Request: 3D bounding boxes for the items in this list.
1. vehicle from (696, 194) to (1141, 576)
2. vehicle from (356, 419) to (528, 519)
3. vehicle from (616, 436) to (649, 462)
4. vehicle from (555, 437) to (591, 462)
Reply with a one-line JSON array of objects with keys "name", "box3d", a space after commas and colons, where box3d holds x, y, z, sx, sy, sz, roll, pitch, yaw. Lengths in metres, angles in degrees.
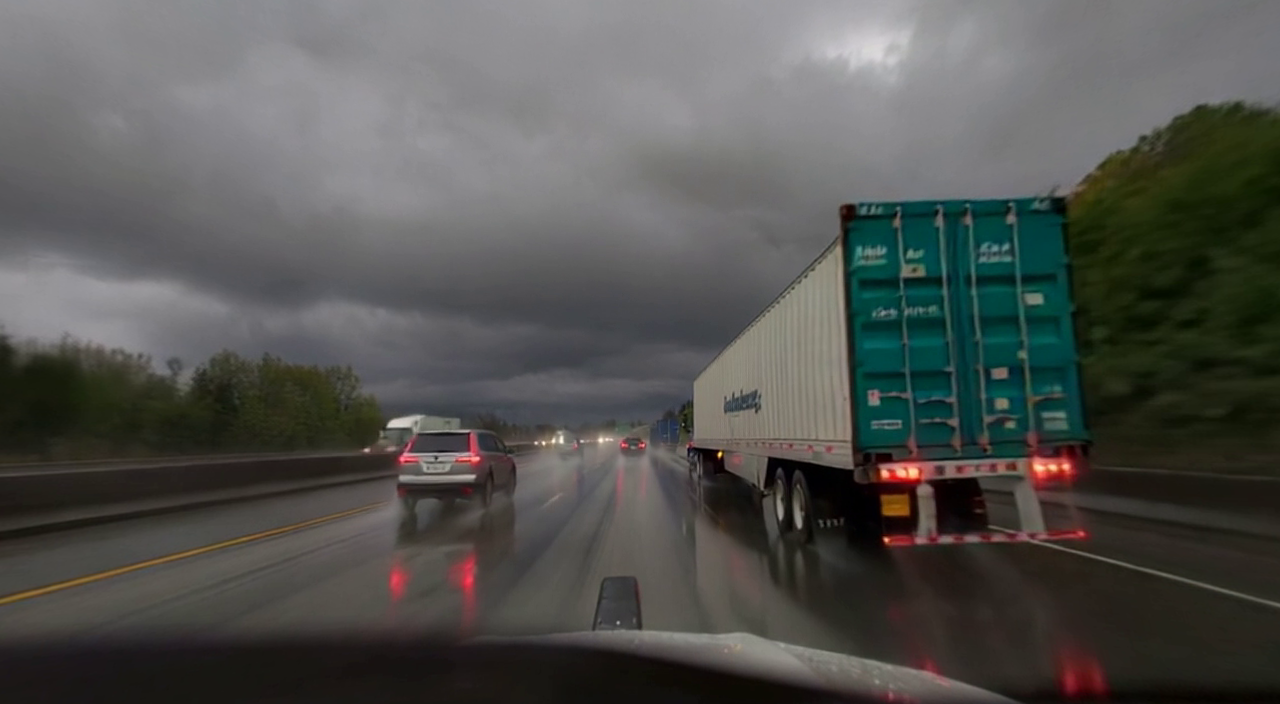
[{"name": "vehicle", "box3d": [3.517, 1.226, 13.870, 2.959, 4.058, 14.485, 0, -8, -1]}, {"name": "vehicle", "box3d": [-3.739, 2.265, 12.863, 2.054, 1.671, 4.445, 0, -8, 0]}, {"name": "vehicle", "box3d": [-0.498, 6.379, 41.635, 2.088, 1.567, 4.240, 0, -8, -1]}, {"name": "vehicle", "box3d": [-4.423, 6.497, 42.119, 2.021, 1.514, 4.190, 0, -8, 0]}]
